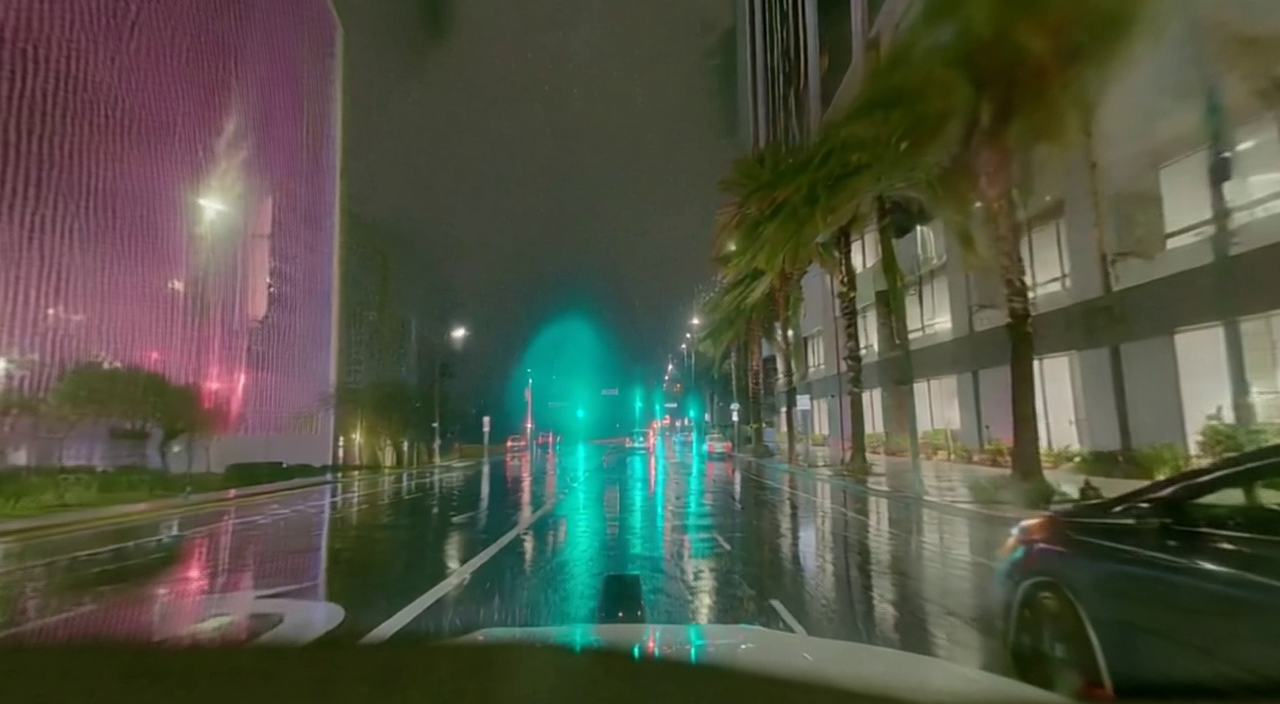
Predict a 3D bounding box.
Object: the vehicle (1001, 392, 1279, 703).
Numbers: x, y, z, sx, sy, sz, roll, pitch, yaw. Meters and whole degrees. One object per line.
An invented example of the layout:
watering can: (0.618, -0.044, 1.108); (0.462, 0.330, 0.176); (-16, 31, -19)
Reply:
vehicle: (3.218, 0.780, 1.519); (1.990, 1.476, 4.491); (0, -9, -1)
